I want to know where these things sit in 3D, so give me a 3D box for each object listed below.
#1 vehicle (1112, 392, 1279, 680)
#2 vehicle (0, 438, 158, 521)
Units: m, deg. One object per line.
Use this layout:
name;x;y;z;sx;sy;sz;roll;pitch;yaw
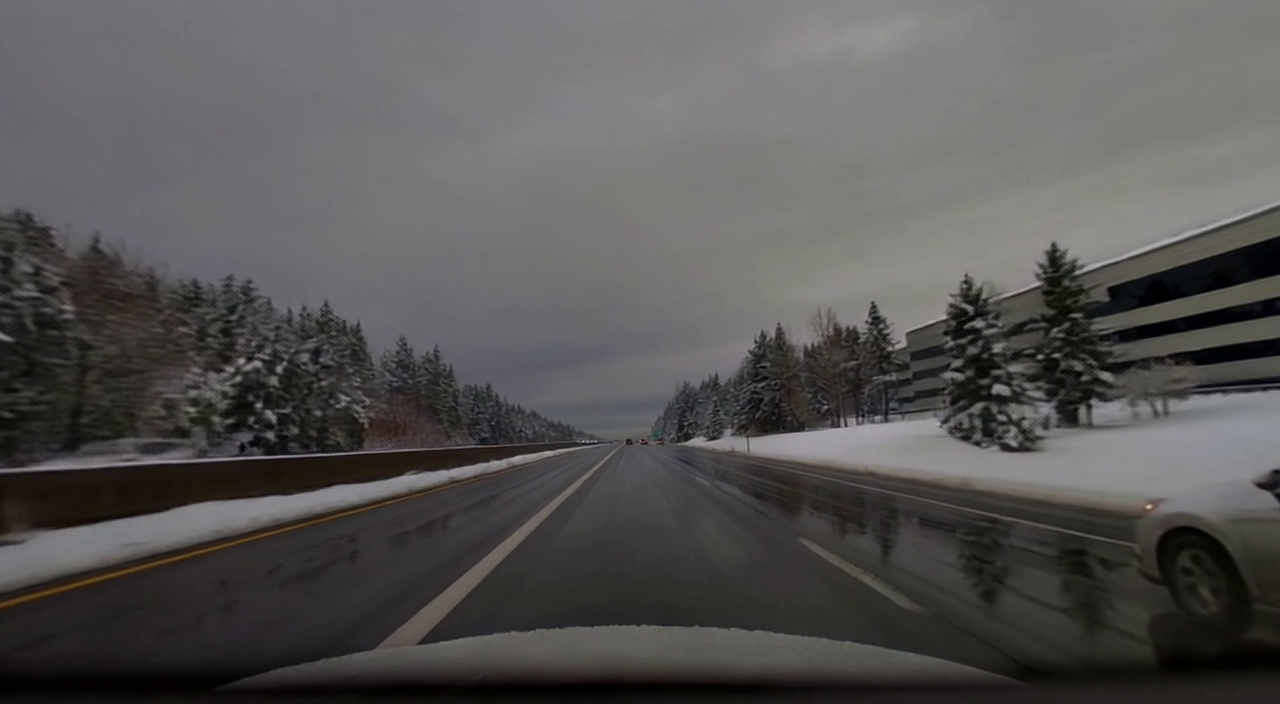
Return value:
vehicle;4.627;0.861;2.328;2.095;1.587;4.638;0;-8;-1
vehicle;-12.313;2.459;12.648;1.902;1.454;4.229;0;-8;0
